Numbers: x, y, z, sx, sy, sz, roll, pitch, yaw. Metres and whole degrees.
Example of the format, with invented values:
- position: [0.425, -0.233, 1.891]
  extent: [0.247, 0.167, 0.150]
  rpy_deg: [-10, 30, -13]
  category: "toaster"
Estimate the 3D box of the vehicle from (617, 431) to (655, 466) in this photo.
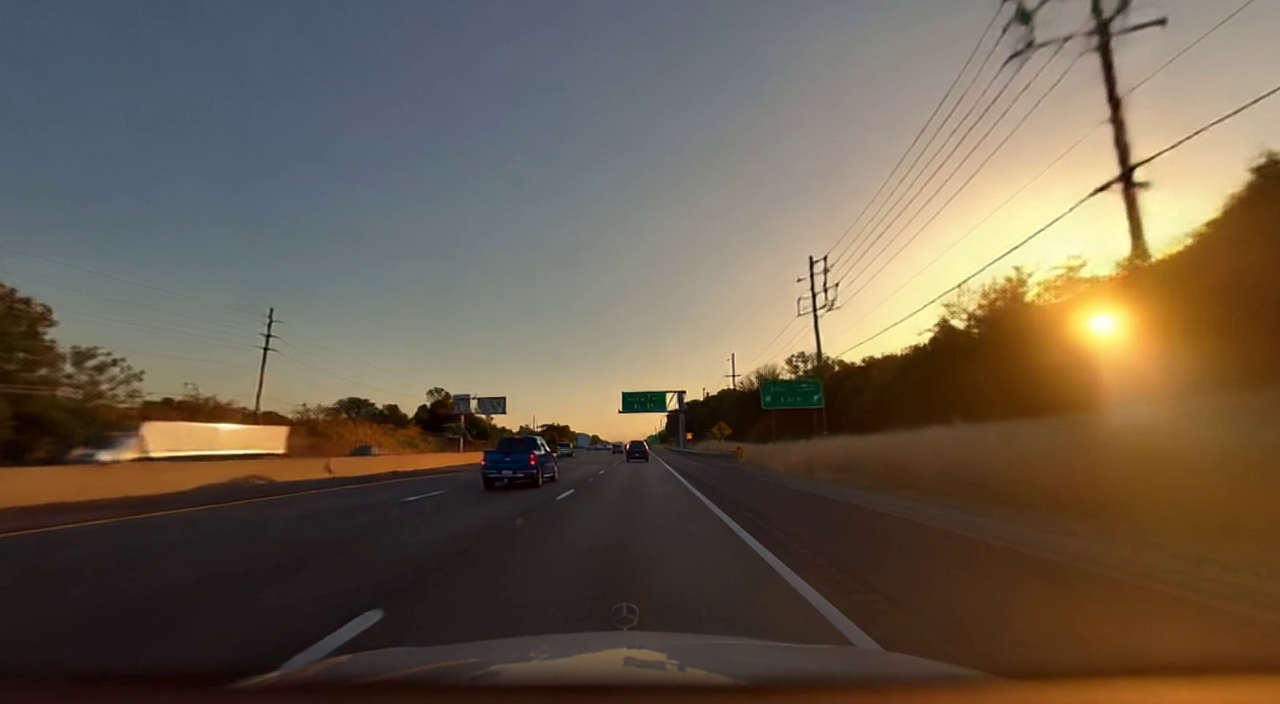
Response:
- position: [-0.269, 6.344, 41.571]
  extent: [2.358, 2.144, 4.713]
  rpy_deg: [0, -9, -1]
  category: "vehicle"

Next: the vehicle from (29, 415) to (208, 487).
- position: [-28.424, 5.463, 35.108]
  extent: [2.989, 3.464, 8.035]
  rpy_deg: [0, -9, 0]
  category: "vehicle"

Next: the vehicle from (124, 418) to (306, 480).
- position: [-28.479, 6.718, 43.892]
  extent: [2.822, 3.547, 14.494]
  rpy_deg: [0, -9, -1]
  category: "vehicle"

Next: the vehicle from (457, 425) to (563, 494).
- position: [-3.807, 3.279, 19.599]
  extent: [2.204, 1.812, 5.289]
  rpy_deg: [0, -9, 0]
  category: "vehicle"

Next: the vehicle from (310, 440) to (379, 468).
- position: [-17.332, 6.000, 37.307]
  extent: [1.939, 1.491, 4.501]
  rpy_deg: [-1, -9, 0]
  category: "vehicle"
